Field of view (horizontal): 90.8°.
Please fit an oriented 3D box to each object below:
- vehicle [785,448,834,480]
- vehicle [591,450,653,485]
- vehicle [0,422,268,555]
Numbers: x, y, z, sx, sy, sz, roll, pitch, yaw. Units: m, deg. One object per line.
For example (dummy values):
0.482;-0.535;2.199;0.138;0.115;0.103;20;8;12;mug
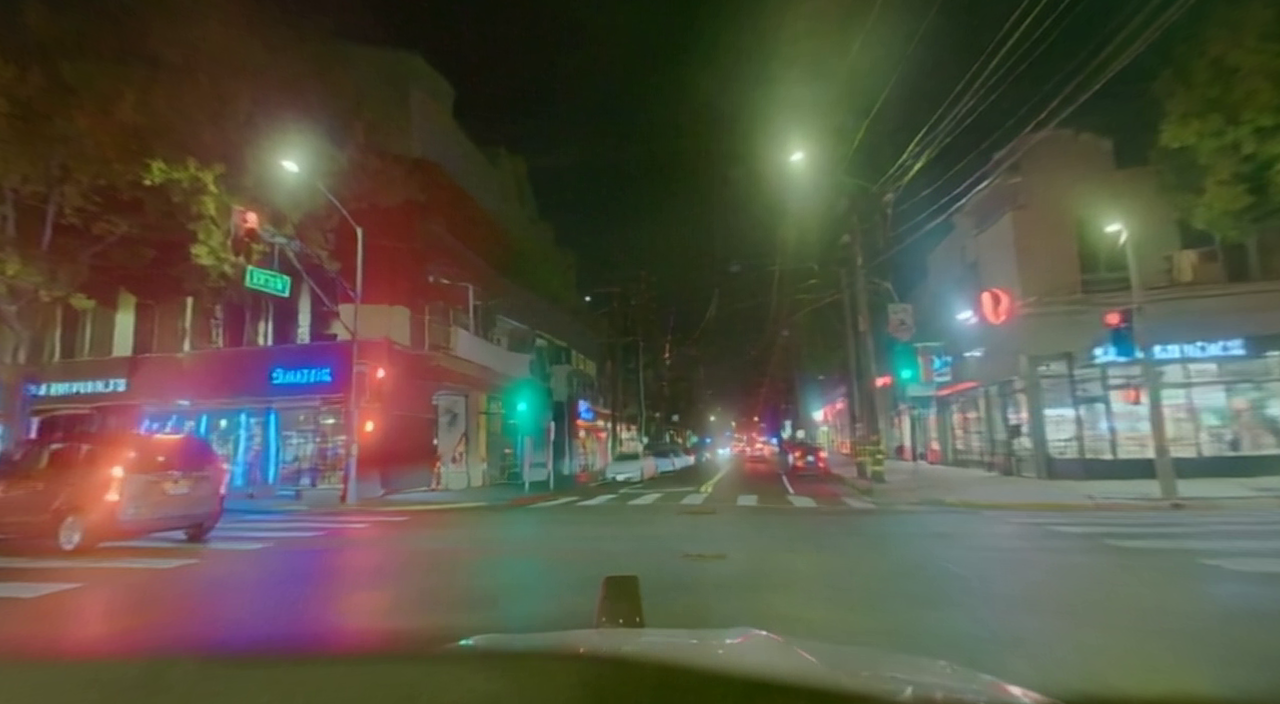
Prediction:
8.689;5.742;32.669;2.062;1.526;3.989;-2;-8;10;vehicle
-0.836;5.895;32.474;2.179;1.596;4.286;-2;-8;12;vehicle
-9.308;2.268;11.243;4.611;1.882;2.440;-5;-9;27;vehicle
